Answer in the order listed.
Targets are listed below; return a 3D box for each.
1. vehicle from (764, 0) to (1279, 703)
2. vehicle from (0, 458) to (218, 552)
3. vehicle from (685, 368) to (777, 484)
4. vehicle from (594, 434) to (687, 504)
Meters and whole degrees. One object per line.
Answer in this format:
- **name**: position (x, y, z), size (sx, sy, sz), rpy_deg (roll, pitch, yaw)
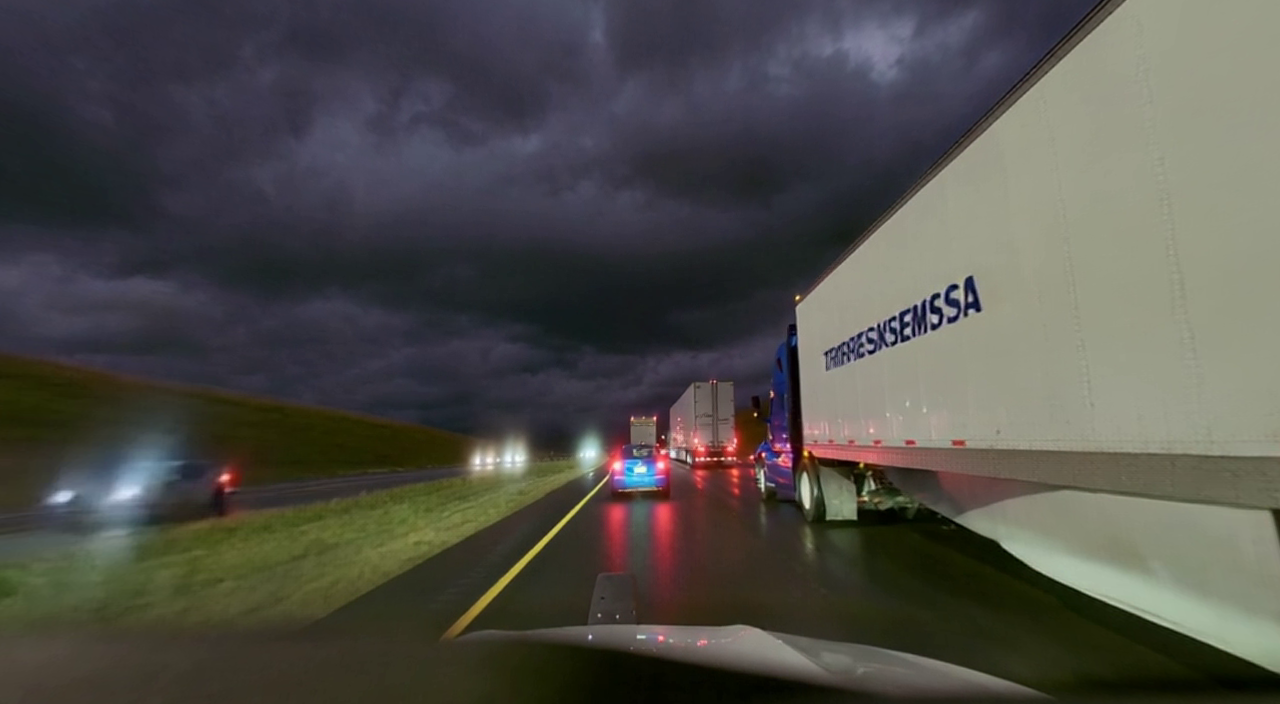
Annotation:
- **vehicle**: position (4.353, -0.124, 5.252), size (3.410, 4.438, 14.410), rpy_deg (0, -8, -1)
- **vehicle**: position (-11.114, 2.976, 12.909), size (1.951, 1.464, 4.370), rpy_deg (-1, -8, -1)
- **vehicle**: position (3.859, 3.374, 27.941), size (3.235, 4.197, 9.908), rpy_deg (-2, -8, 6)
- **vehicle**: position (-0.018, 2.860, 15.834), size (2.045, 1.507, 3.763), rpy_deg (-1, -8, -1)
